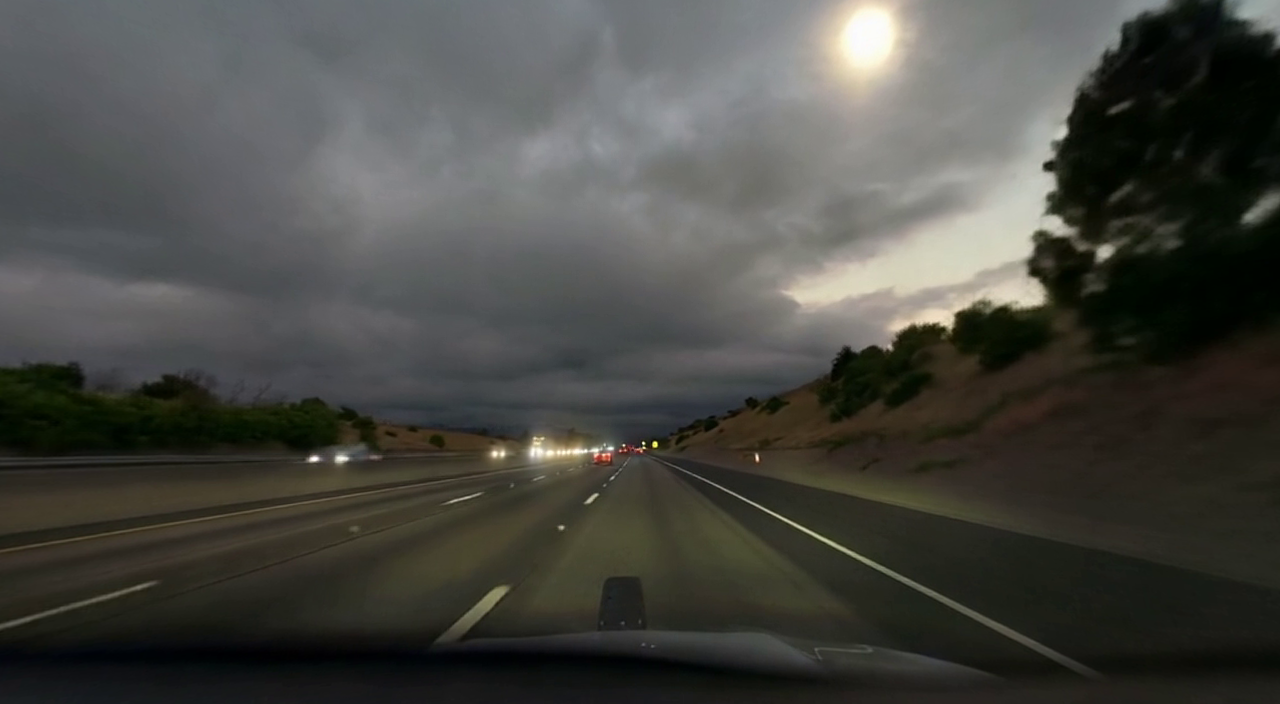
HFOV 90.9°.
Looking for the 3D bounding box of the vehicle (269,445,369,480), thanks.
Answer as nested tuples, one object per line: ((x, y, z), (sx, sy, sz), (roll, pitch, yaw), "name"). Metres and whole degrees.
((-14.953, 5.149, 29.703), (2.188, 1.465, 4.763), (0, -9, 0), "vehicle")
